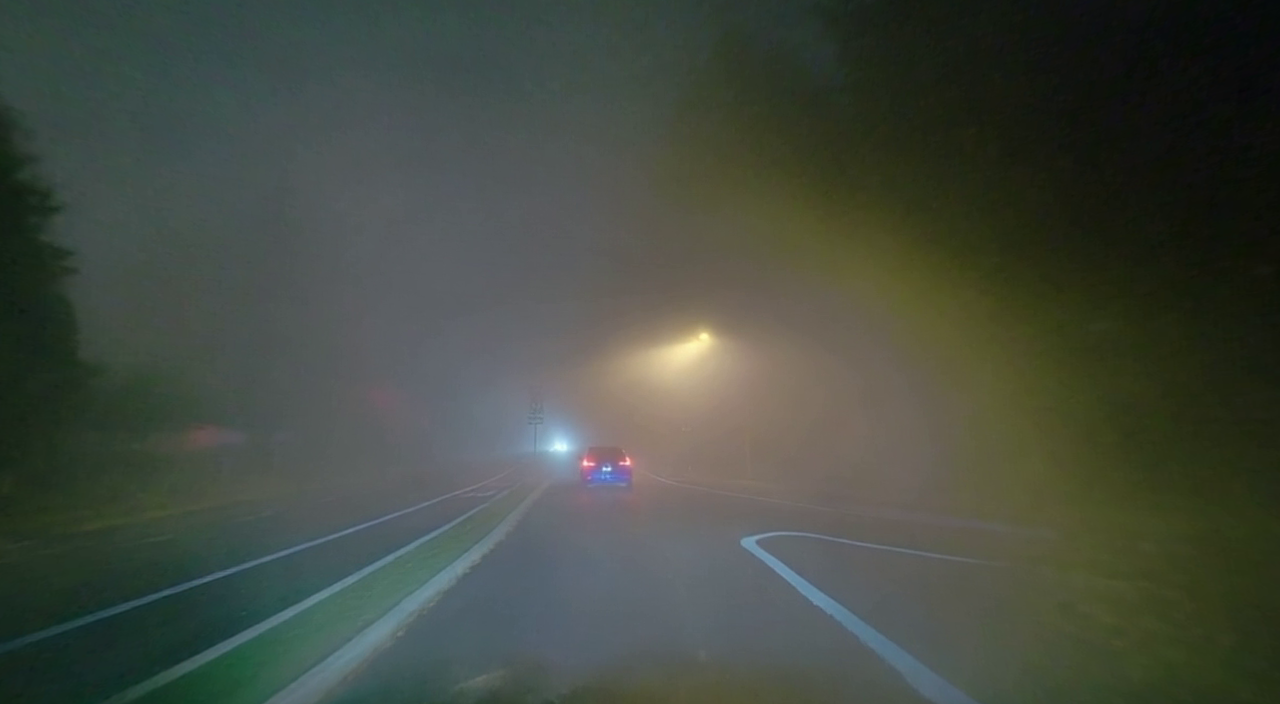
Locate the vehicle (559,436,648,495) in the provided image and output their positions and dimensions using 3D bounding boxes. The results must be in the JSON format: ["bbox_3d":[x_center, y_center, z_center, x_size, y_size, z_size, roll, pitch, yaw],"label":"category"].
[{"bbox_3d":[-1.147,3.297,18.697,2.295,1.510,4.364,1,-9,-5],"label":"vehicle"}]
